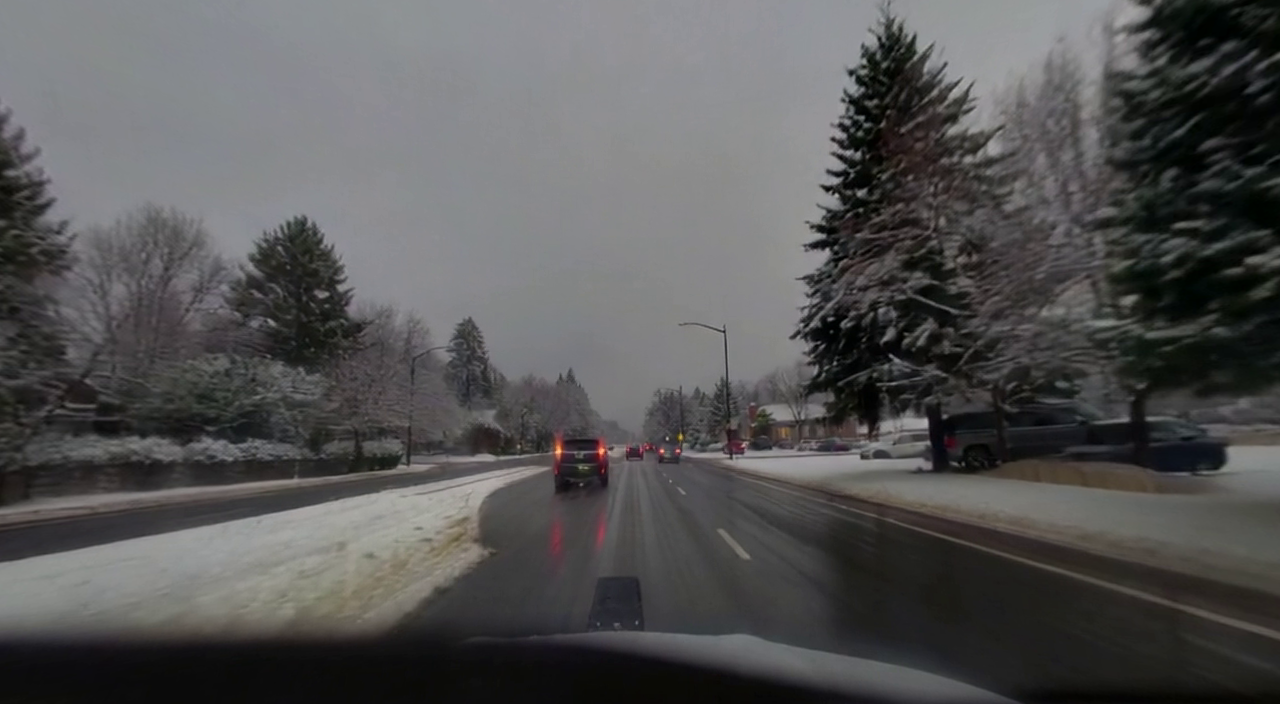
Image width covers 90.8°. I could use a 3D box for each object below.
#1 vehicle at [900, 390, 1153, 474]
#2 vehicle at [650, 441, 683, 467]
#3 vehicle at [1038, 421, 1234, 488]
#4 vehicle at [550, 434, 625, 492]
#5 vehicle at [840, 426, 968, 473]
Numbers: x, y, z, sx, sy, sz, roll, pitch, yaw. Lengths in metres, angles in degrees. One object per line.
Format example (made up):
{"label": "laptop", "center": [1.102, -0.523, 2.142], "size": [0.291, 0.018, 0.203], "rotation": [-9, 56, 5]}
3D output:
{"label": "vehicle", "center": [11.781, 2.573, 19.749], "size": [2.483, 2.209, 6.171], "rotation": [8, -12, -43]}
{"label": "vehicle", "center": [1.685, 6.753, 41.884], "size": [2.003, 1.614, 4.072], "rotation": [0, -8, 0]}
{"label": "vehicle", "center": [12.028, 2.483, 15.462], "size": [1.740, 1.431, 3.431], "rotation": [8, -11, -42]}
{"label": "vehicle", "center": [-1.754, 3.650, 21.229], "size": [2.205, 1.706, 4.904], "rotation": [1, -8, -5]}
{"label": "vehicle", "center": [11.327, 4.214, 27.295], "size": [4.560, 1.842, 2.048], "rotation": [-9, -12, 43]}
